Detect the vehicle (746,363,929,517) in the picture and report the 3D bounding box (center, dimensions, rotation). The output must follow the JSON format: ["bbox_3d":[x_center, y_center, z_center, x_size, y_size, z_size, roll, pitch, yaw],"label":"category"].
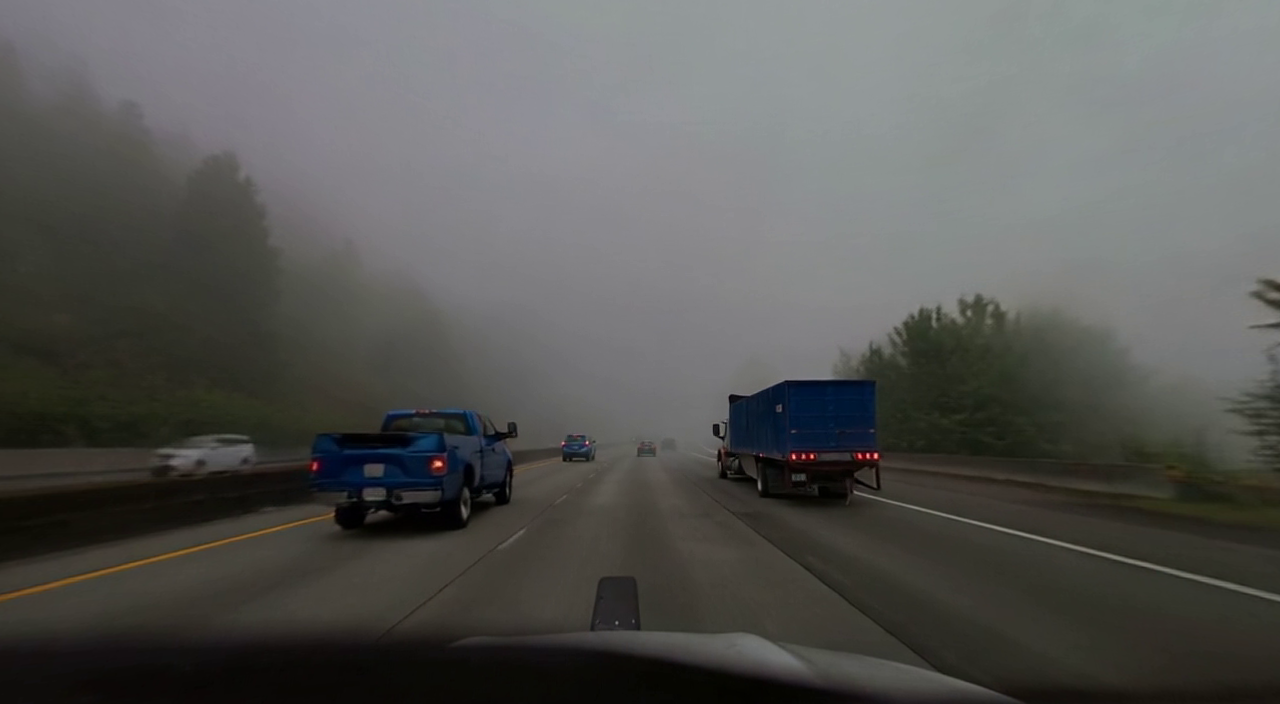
[{"bbox_3d":[3.657,1.738,12.646,2.256,2.568,4.049,0,-8,-1],"label":"vehicle"}]

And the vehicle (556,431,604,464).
[{"bbox_3d":[-3.029,4.914,32.586,2.008,1.588,4.147,0,-8,1],"label":"vehicle"}]

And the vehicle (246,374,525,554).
[{"bbox_3d":[-3.256,1.561,9.415,2.204,1.991,4.720,0,-8,0],"label":"vehicle"}]
